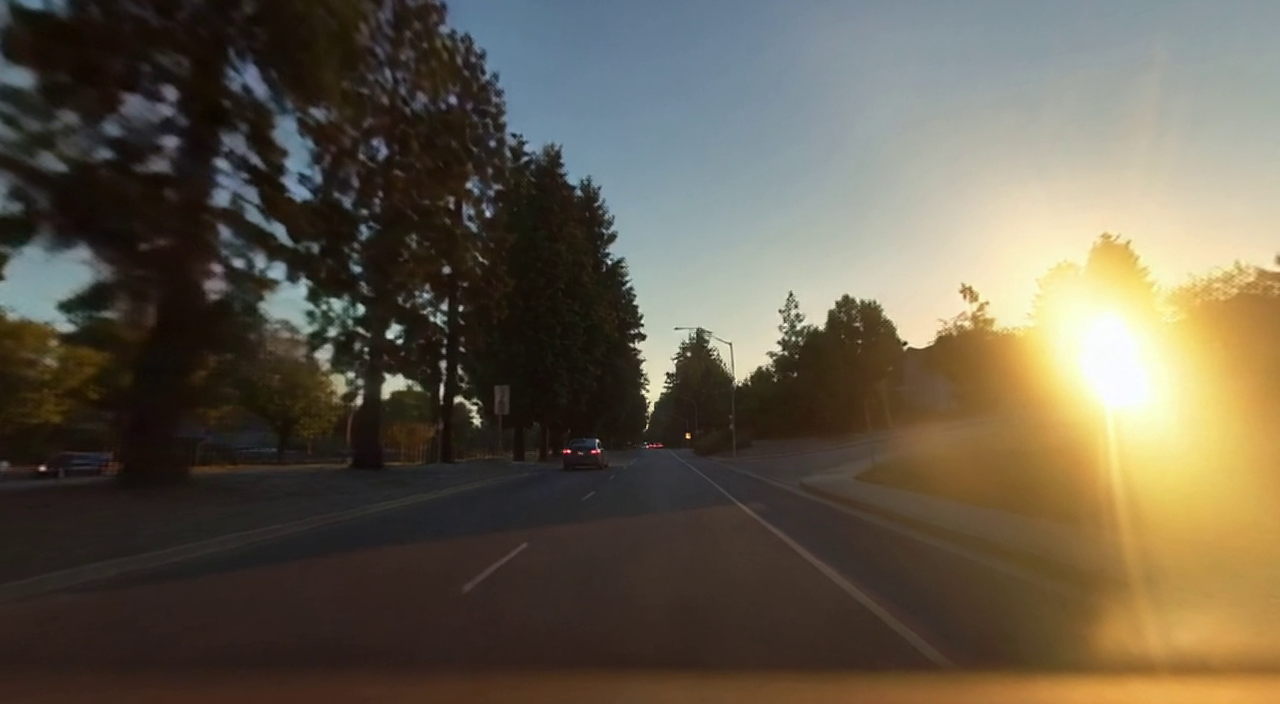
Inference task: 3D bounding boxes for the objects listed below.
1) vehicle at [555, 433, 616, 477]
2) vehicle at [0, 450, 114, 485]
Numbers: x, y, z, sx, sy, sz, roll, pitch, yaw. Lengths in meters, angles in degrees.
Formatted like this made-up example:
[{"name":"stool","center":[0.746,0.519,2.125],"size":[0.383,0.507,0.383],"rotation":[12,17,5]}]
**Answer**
[{"name":"vehicle","center":[-2.185,4.300,26.591],"size":[2.016,1.694,4.335],"rotation":[0,-8,2]},{"name":"vehicle","center":[-28.537,5.515,30.514],"size":[1.866,1.479,4.731],"rotation":[-1,-8,4]}]
